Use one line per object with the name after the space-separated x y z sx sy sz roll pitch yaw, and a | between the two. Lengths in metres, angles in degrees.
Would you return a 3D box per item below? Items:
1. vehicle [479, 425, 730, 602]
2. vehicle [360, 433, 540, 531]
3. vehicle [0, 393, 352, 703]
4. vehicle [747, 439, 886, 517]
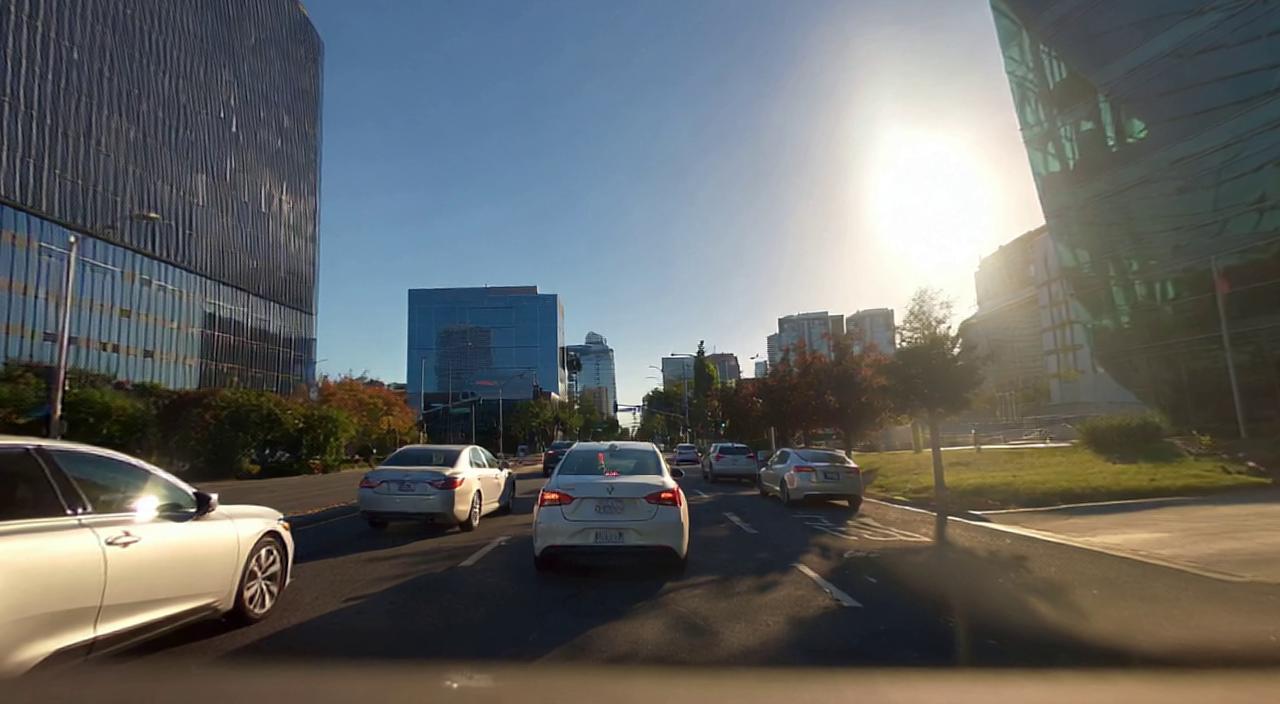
-0.254 1.734 7.718 2.174 1.509 4.374 0 -9 2 | vehicle
-3.341 2.376 12.159 2.044 1.508 4.479 0 -9 0 | vehicle
-3.549 1.078 3.504 1.933 1.520 4.195 0 -9 -1 | vehicle
3.860 2.819 14.616 1.940 1.514 4.187 0 -9 -1 | vehicle
